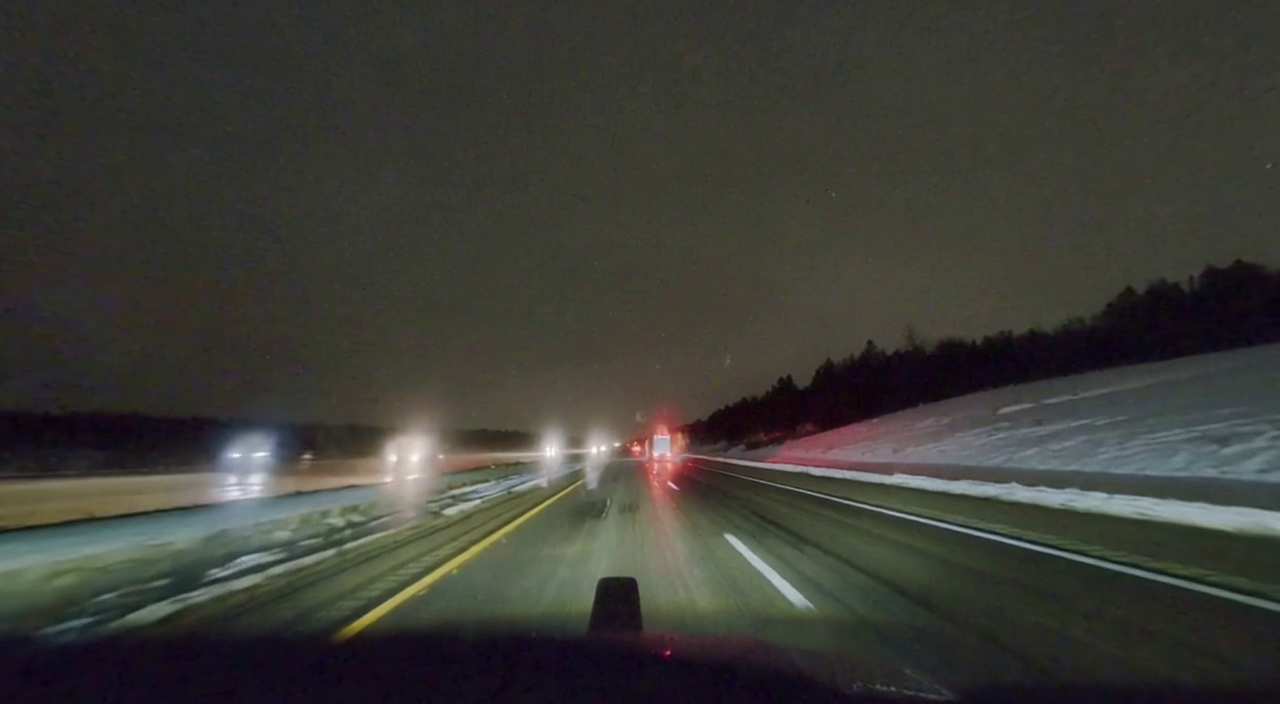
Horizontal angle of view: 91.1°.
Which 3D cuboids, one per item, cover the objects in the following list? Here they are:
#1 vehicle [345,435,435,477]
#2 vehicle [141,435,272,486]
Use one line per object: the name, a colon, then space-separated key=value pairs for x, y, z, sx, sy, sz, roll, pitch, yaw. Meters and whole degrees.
vehicle: x=-10.162 y=4.256 z=25.963 sx=1.985 sy=1.548 sz=4.327 roll=0 pitch=-9 yaw=-1
vehicle: x=-13.843 y=3.484 z=20.352 sx=1.752 sy=1.472 sz=3.546 roll=0 pitch=-9 yaw=-2
